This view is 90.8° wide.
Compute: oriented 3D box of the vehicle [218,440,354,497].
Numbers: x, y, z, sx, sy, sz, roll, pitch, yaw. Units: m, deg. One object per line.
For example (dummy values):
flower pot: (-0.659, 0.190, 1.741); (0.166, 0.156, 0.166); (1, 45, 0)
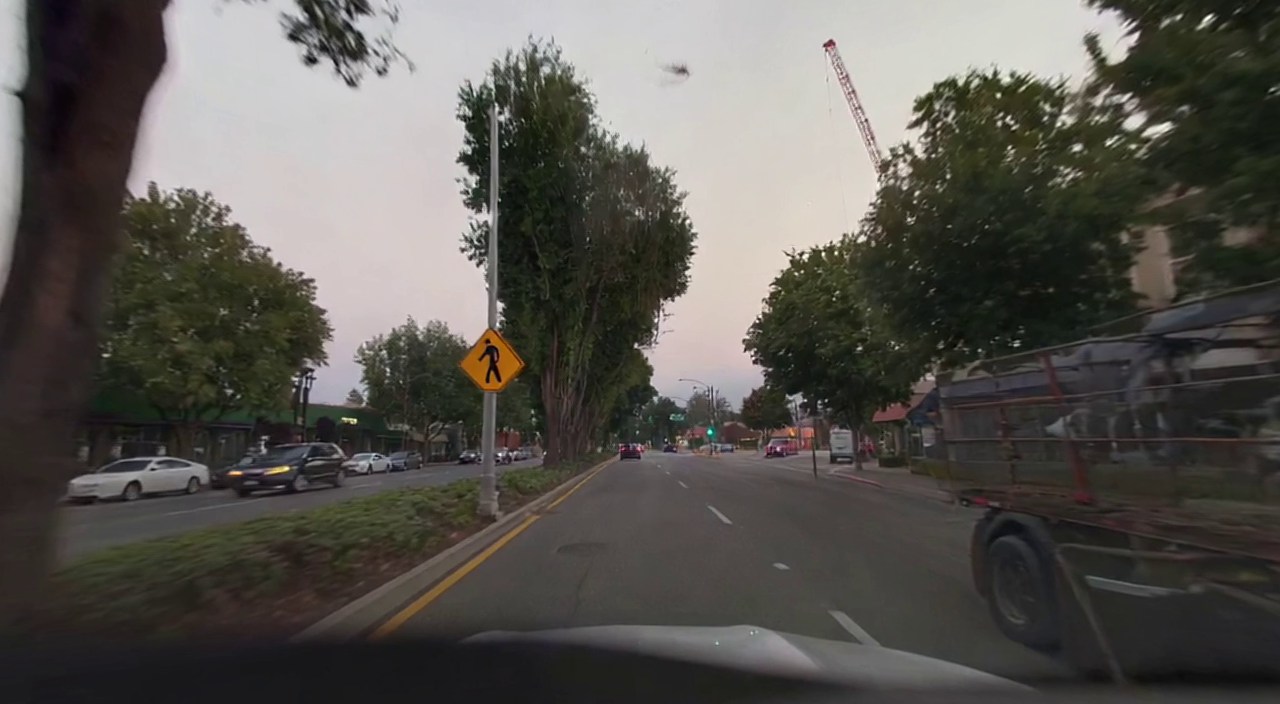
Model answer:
vehicle: (-11.936, 3.916, 21.735); (1.983, 1.700, 4.695); (0, -9, -1)

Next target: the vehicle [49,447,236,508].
vehicle: (-16.143, 4.030, 20.959); (2.103, 1.746, 4.992); (0, -8, 0)

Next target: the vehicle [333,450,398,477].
vehicle: (-16.345, 6.639, 37.868); (1.856, 1.496, 4.686); (0, -9, -1)

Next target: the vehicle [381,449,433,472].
vehicle: (-16.269, 7.577, 44.402); (1.852, 1.476, 4.704); (0, -9, 0)

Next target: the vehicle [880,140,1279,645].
vehicle: (5.657, 0.301, 4.409); (3.052, 3.242, 10.672); (0, -9, -4)
